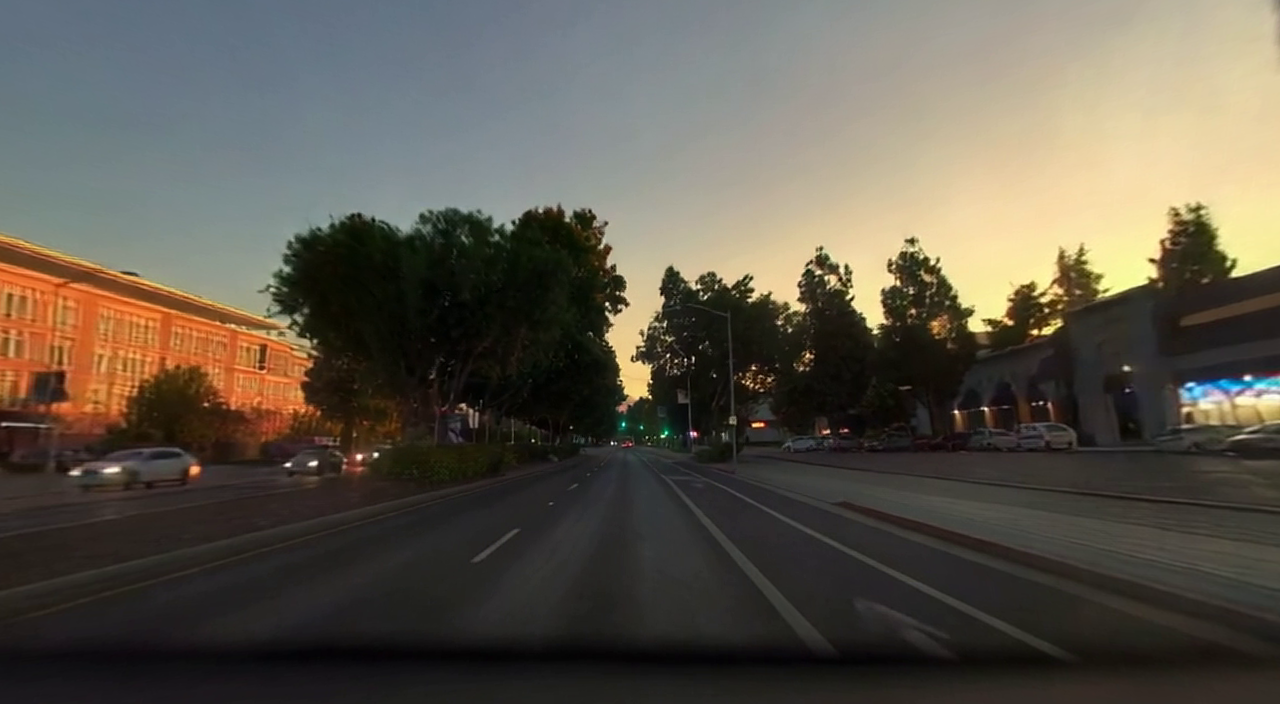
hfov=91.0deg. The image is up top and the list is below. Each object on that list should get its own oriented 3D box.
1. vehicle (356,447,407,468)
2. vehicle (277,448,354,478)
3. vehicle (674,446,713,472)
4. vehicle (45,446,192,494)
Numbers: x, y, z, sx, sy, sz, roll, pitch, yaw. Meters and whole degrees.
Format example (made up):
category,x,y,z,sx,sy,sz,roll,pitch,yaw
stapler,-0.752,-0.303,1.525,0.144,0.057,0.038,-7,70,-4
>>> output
category,x,y,z,sx,sy,sz,roll,pitch,yaw
vehicle,-19.939,8.169,48.837,2.068,1.537,4.948,0,-9,-3
vehicle,-17.439,5.956,34.061,1.903,1.446,4.306,0,-9,0
vehicle,3.335,6.753,39.963,1.992,1.513,4.683,0,-8,-1
vehicle,-20.440,4.612,24.984,1.963,1.694,4.535,0,-9,-1
